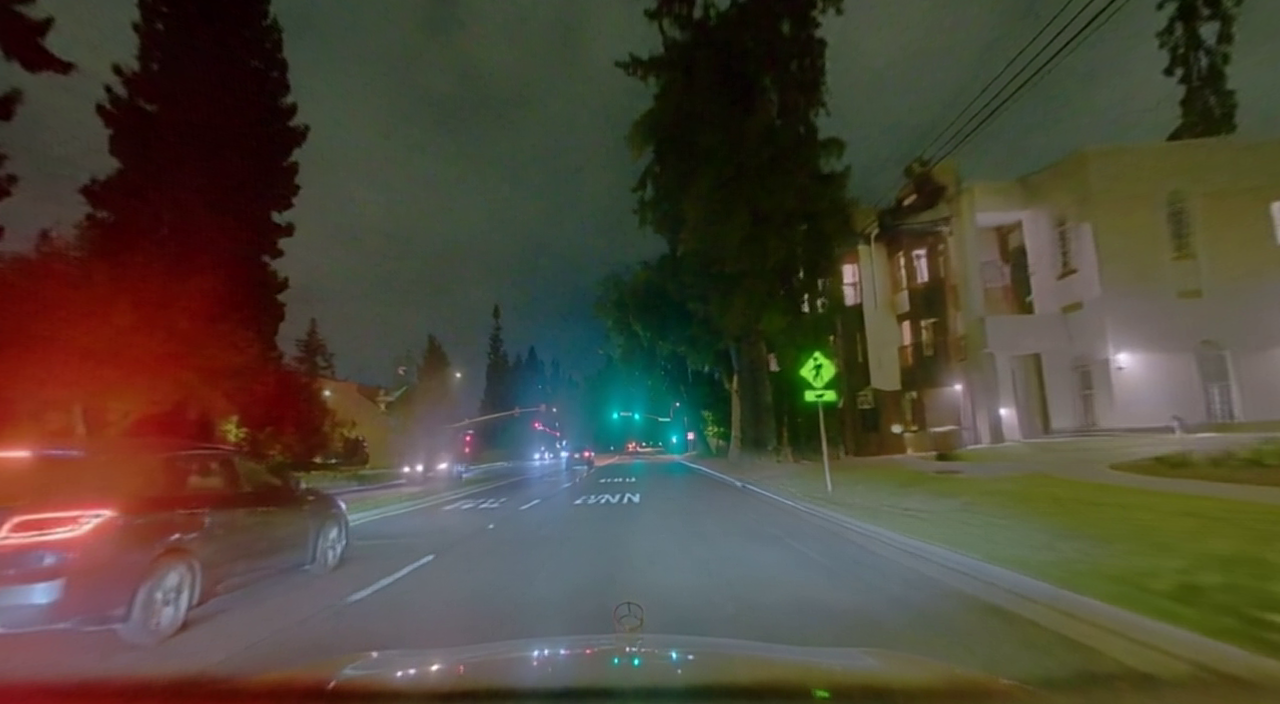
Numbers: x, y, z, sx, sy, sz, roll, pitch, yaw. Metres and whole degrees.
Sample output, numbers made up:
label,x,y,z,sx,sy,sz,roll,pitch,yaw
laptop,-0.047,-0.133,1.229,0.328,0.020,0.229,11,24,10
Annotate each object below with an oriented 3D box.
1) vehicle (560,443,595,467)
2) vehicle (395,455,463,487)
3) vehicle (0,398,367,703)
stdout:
label,x,y,z,sx,sy,sz,roll,pitch,yaw
vehicle,-4.582,7.642,46.983,2.065,1.714,4.272,0,-9,1
vehicle,-11.062,6.265,33.553,2.032,1.493,4.761,-1,-9,-1
vehicle,-4.540,1.435,5.536,2.169,1.706,4.638,0,-9,1
